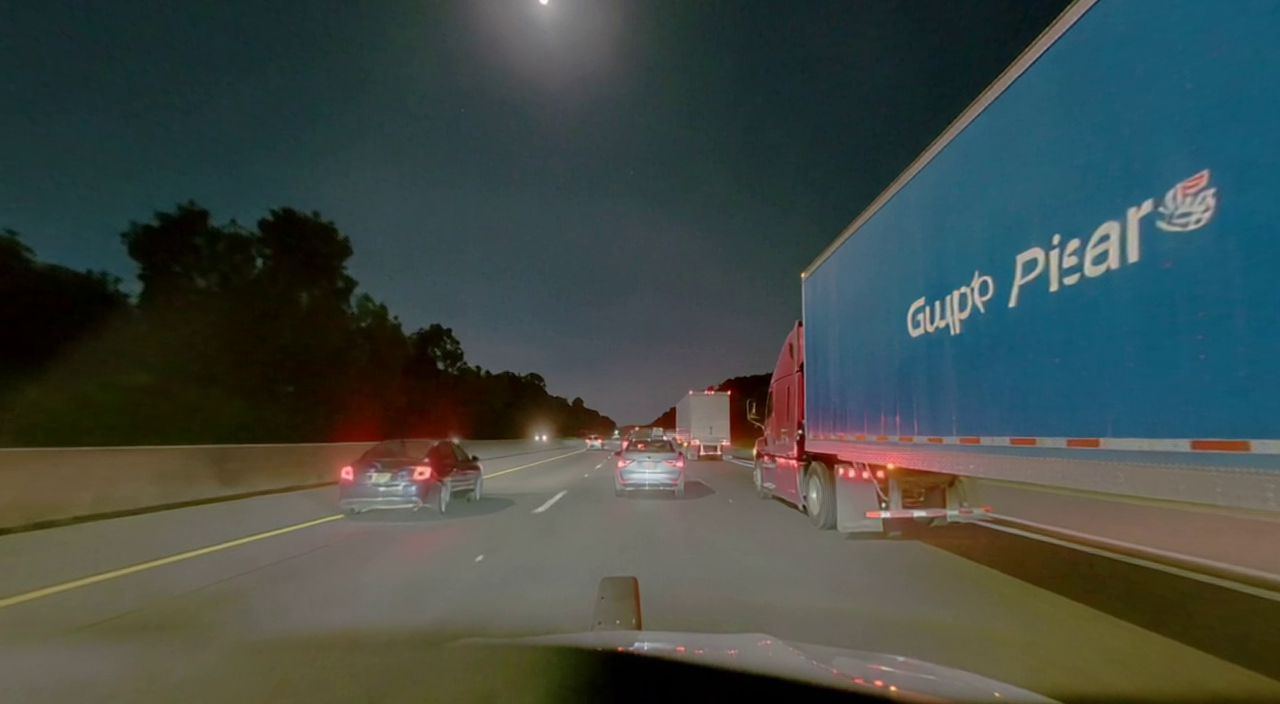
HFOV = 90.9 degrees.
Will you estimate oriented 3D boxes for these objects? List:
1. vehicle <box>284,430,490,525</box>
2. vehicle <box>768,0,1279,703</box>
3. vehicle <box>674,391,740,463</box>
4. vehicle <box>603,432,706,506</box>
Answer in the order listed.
[{"bbox_3d":[-4.428,2.228,11.946,2.048,1.452,4.430,0,-8,0],"label":"vehicle"},{"bbox_3d":[4.218,0.138,6.120,2.816,4.070,14.136,0,-8,-1],"label":"vehicle"},{"bbox_3d":[4.159,5.149,42.545,2.869,4.067,13.731,0,-8,0],"label":"vehicle"},{"bbox_3d":[0.278,2.545,14.254,2.021,1.435,3.611,0,-8,0],"label":"vehicle"}]
